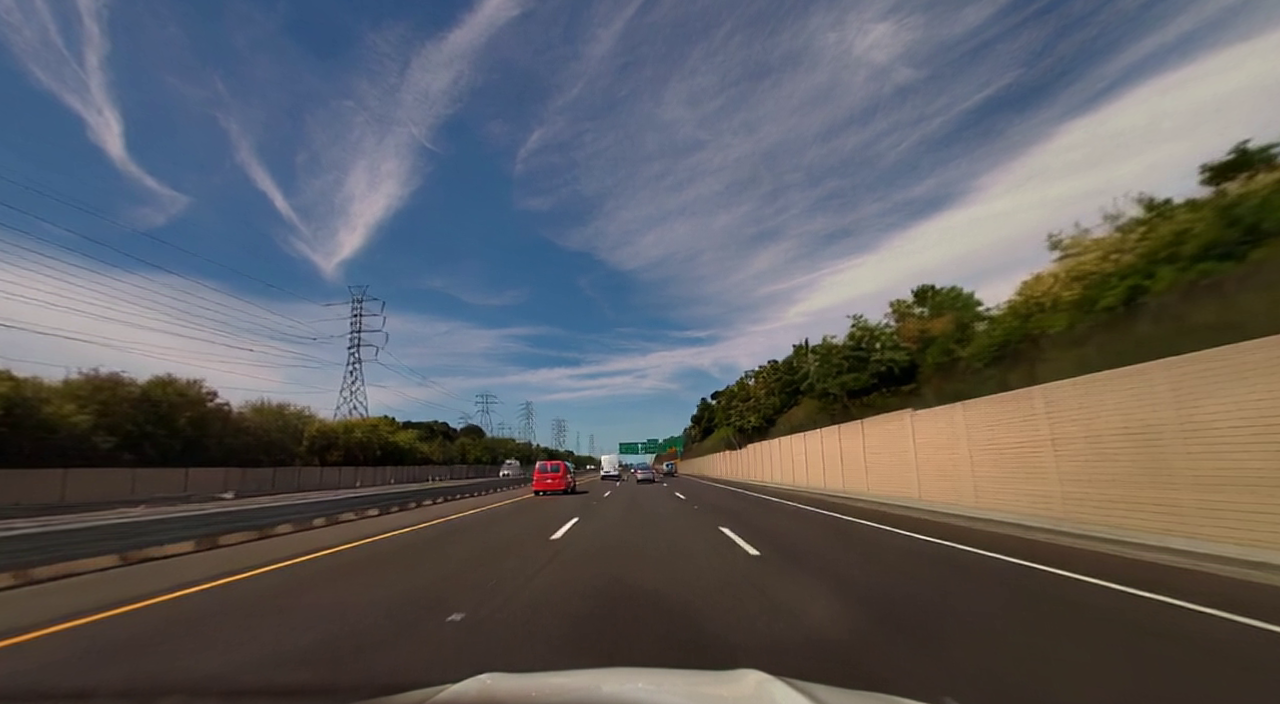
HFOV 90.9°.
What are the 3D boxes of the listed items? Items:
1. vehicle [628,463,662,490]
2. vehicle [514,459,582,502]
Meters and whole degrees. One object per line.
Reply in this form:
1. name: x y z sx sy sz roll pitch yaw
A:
1. vehicle: 0.289 7.734 39.367 2.006 1.554 3.863 1 -10 0
2. vehicle: -3.635 5.203 25.754 2.023 1.541 4.543 1 -10 1
